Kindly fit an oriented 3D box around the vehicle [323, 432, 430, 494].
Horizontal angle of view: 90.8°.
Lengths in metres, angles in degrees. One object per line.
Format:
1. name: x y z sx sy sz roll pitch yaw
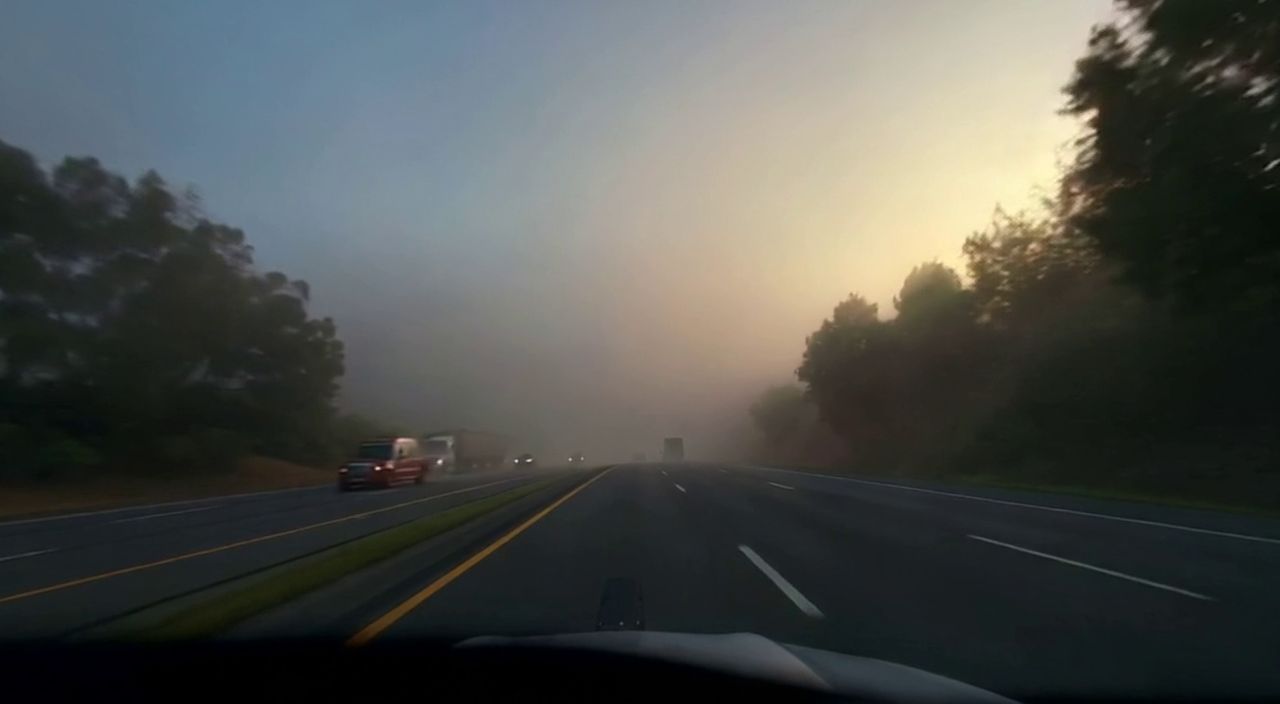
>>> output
1. vehicle: -12.398 5.254 30.396 2.392 2.623 6.454 0 -9 0
